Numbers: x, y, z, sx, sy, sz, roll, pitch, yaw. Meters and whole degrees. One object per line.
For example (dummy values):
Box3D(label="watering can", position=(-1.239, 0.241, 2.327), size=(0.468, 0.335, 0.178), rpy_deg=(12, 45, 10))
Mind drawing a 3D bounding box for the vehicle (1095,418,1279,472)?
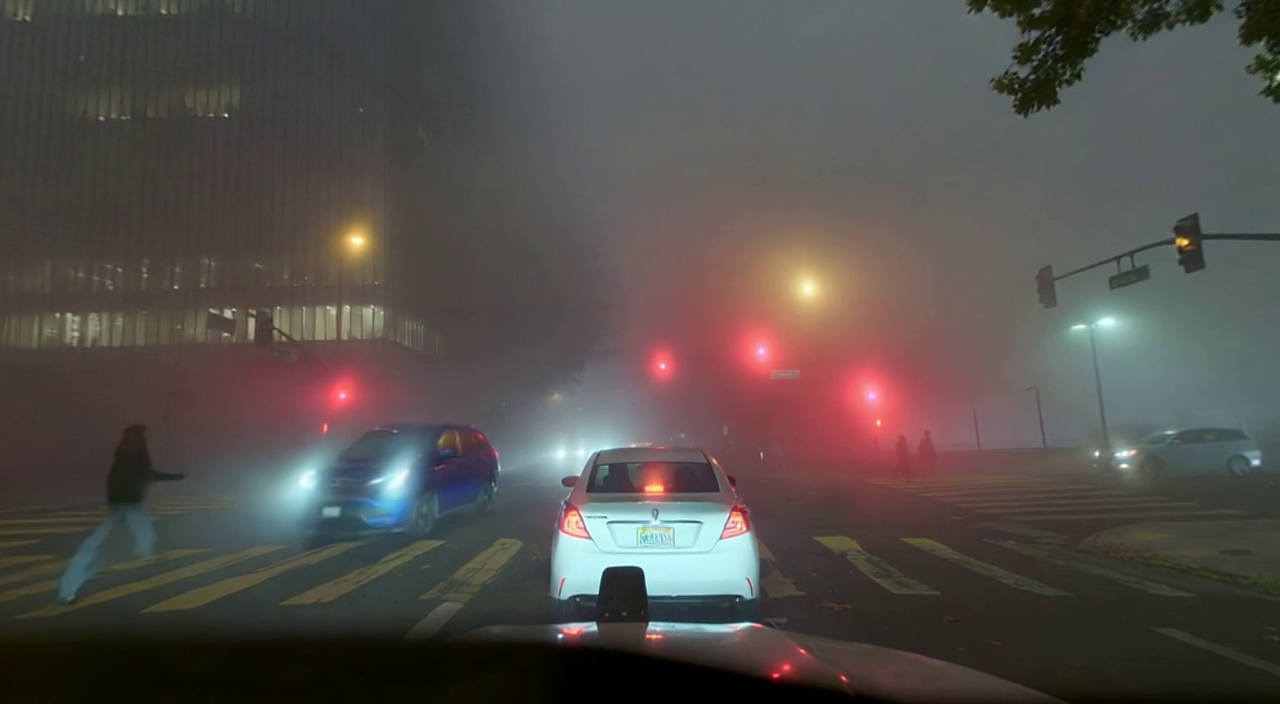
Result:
Box3D(label="vehicle", position=(19.141, 3.267, 22.212), size=(4.675, 1.772, 1.945), rpy_deg=(0, -8, -1))

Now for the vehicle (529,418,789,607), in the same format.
Box3D(label="vehicle", position=(-0.138, 1.647, 7.478), size=(1.893, 1.532, 4.145), rpy_deg=(2, -9, -15))

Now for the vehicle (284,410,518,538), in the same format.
Box3D(label="vehicle", position=(-4.193, 2.269, 12.434), size=(2.317, 1.924, 5.518), rpy_deg=(0, -8, 2))
